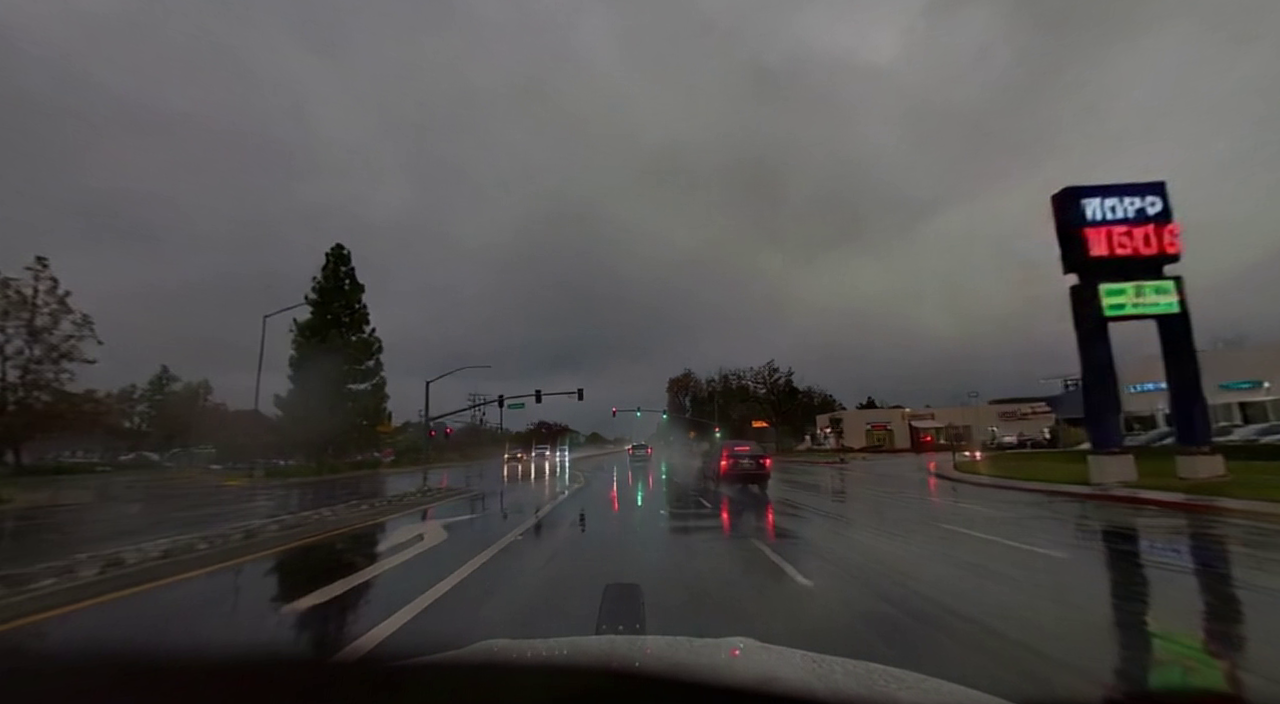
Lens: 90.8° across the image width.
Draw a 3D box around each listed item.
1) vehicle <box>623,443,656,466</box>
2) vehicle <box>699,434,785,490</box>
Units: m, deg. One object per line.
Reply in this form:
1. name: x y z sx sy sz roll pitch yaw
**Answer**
1. vehicle: -0.055 7.005 43.152 2.135 1.468 4.076 0 -8 -1
2. vehicle: 3.261 3.633 21.166 2.022 1.643 4.326 0 -8 -2
